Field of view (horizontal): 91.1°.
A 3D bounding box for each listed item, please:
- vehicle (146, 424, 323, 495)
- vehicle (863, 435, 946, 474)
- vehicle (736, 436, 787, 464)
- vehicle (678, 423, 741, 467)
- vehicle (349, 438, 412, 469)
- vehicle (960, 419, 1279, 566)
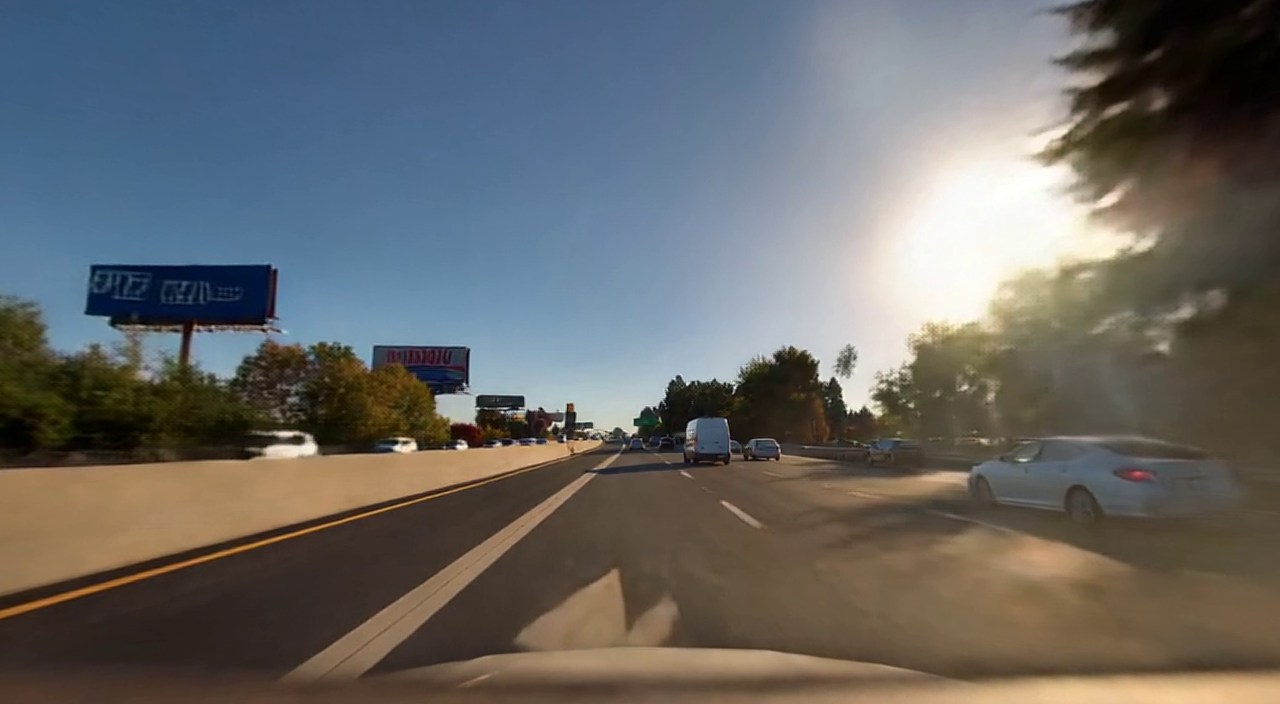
[{"bbox_3d":[-13.998,3.744,22.317,2.442,2.115,5.788,-2,-8,0],"label":"vehicle"},{"bbox_3d":[11.124,4.320,26.686,1.874,1.496,3.586,0,-8,-1],"label":"vehicle"},{"bbox_3d":[6.948,5.635,36.224,2.099,1.510,3.784,0,-8,-2],"label":"vehicle"},{"bbox_3d":[3.504,4.871,32.850,2.546,2.087,5.404,0,-8,-2],"label":"vehicle"},{"bbox_3d":[-16.427,6.429,40.006,2.153,1.835,4.716,-1,-8,-2],"label":"vehicle"},{"bbox_3d":[6.941,1.820,9.050,2.003,1.517,4.936,0,-8,0],"label":"vehicle"}]
